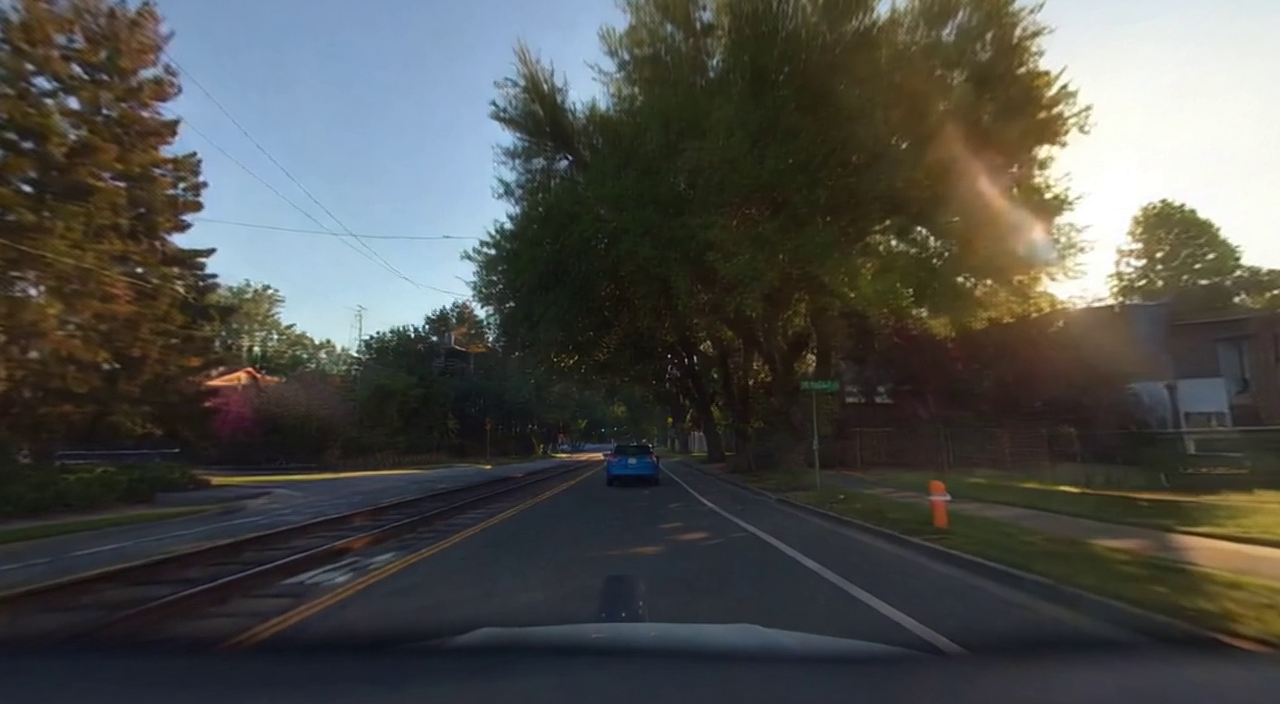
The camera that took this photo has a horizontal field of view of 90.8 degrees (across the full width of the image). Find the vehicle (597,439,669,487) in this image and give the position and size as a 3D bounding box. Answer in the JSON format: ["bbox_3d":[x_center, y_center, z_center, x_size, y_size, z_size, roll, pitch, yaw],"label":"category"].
[{"bbox_3d":[-0.217,3.867,22.418,2.295,1.510,4.364,0,-8,0],"label":"vehicle"}]
